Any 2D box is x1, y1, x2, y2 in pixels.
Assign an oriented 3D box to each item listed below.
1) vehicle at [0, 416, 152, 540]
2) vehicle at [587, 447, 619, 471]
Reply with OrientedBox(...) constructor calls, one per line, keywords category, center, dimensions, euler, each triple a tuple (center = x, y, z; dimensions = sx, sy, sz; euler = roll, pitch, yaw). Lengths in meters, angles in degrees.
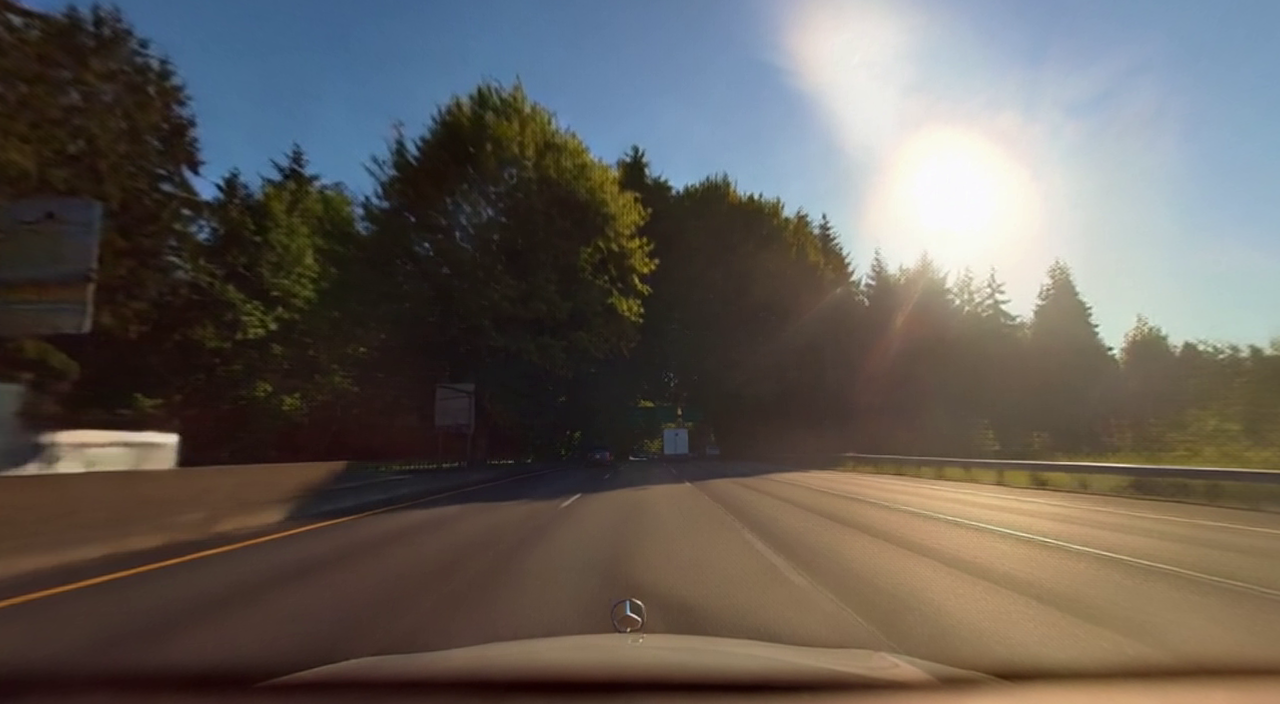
OrientedBox(category="vehicle", center=(-14.438, 2.786, 14.190), dimensions=(2.331, 2.554, 5.554), euler=(0, -9, 0))
OrientedBox(category="vehicle", center=(-2.734, 8.029, 47.478), dimensions=(2.086, 1.650, 4.122), euler=(0, -9, 1))
